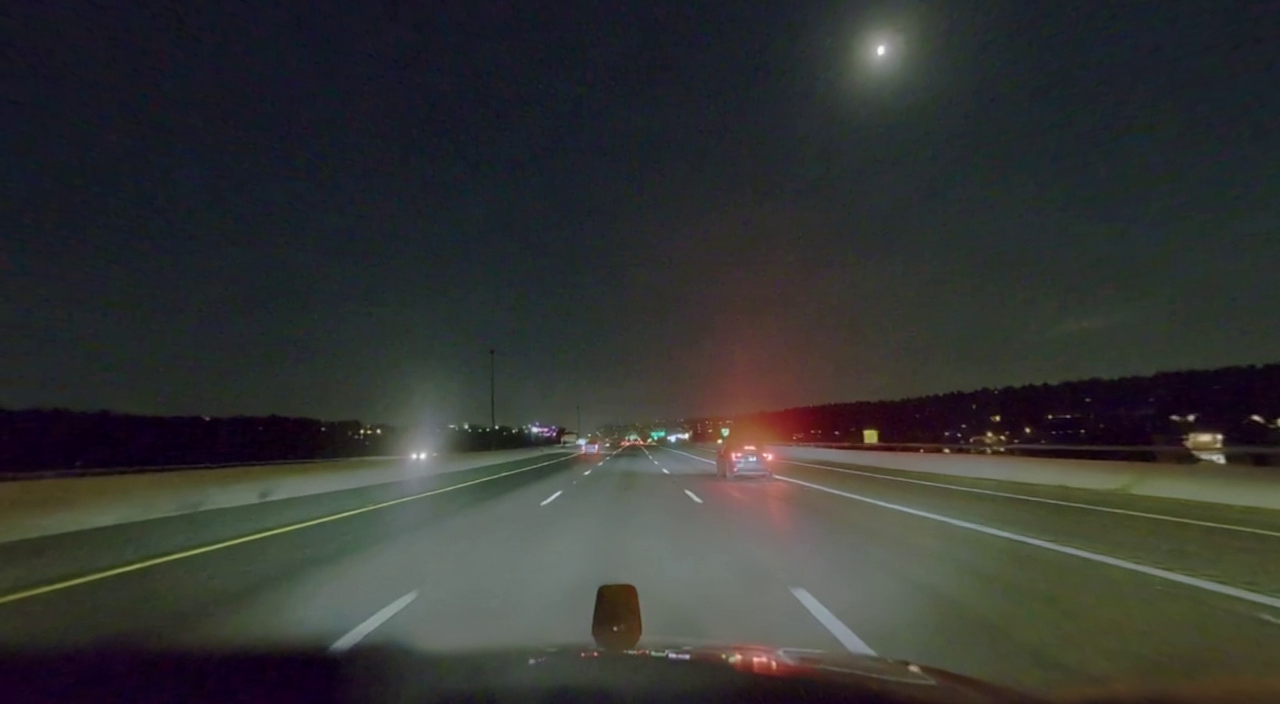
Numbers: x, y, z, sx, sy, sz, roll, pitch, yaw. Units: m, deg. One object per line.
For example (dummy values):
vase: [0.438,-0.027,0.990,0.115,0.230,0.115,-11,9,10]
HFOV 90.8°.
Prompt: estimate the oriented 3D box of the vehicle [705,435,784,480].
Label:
vehicle: [3.789,3.920,23.658,2.060,1.485,4.274,0,-9,-2]
